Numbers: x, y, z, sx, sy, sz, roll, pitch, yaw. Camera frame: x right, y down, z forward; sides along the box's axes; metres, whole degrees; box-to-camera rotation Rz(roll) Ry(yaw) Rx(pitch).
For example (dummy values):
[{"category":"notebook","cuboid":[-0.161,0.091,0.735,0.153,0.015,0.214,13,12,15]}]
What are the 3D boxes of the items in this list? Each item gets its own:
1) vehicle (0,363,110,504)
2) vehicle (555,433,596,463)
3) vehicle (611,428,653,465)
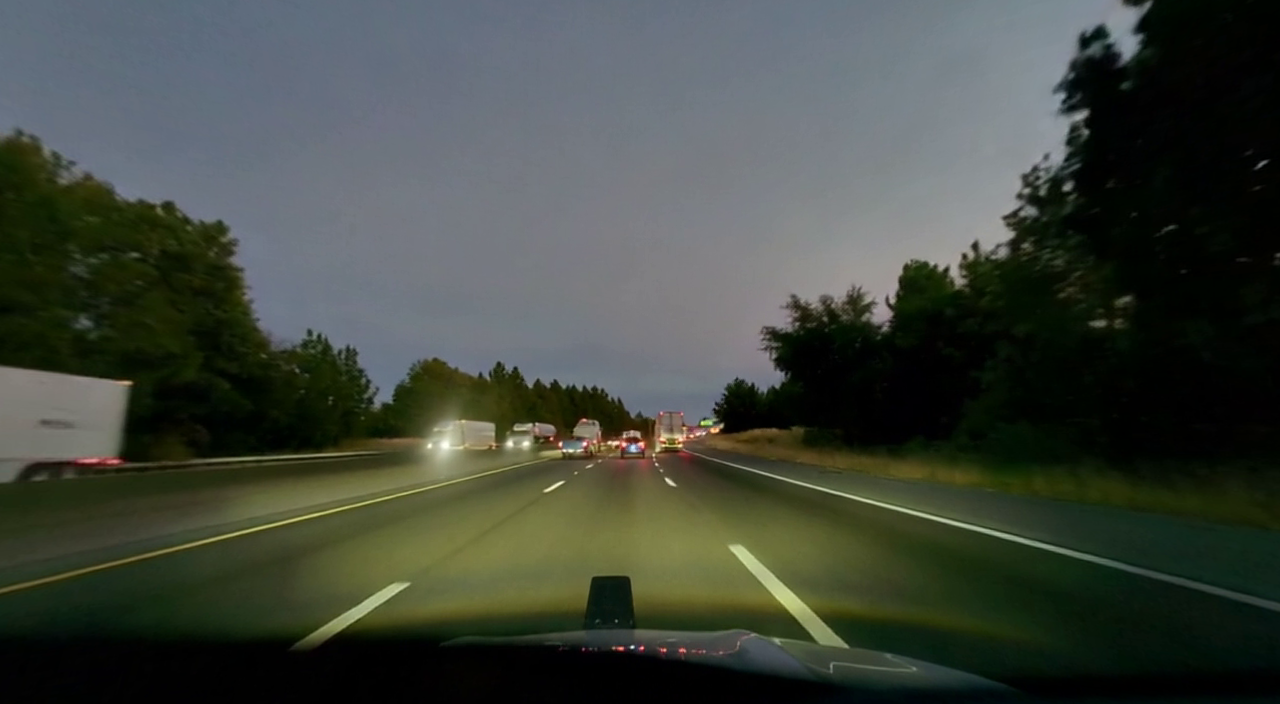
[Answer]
[{"category":"vehicle","cuboid":[-20.238,1.896,14.980,2.960,4.073,14.112,0,-8,0]},{"category":"vehicle","cuboid":[-3.990,6.081,39.802,2.047,1.757,4.183,-1,-8,1]},{"category":"vehicle","cuboid":[-0.467,5.398,35.952,2.211,1.933,4.315,0,-8,-1]}]
